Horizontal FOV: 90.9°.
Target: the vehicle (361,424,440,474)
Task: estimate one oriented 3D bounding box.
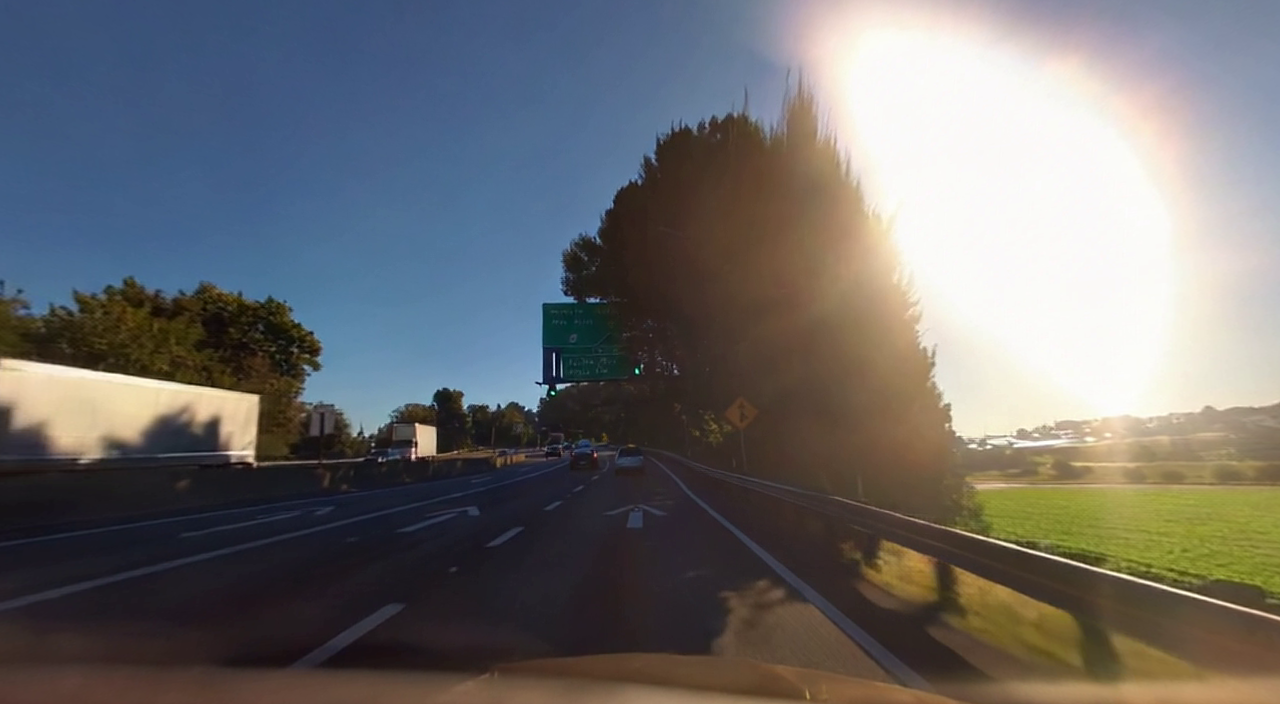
[{"bbox_3d":[-18.797,7.549,49.025,3.061,3.490,8.999,7,-11,-37],"label":"vehicle"}]

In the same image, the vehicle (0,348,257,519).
[{"bbox_3d":[-14.960,2.257,16.724,2.988,3.568,10.170,0,-9,1],"label":"vehicle"}]

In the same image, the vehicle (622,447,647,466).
[{"bbox_3d":[-0.396,8.300,49.955,1.807,1.427,3.645,-1,-9,2],"label":"vehicle"}]

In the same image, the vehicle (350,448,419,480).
[{"bbox_3d":[-14.808,6.504,36.888,2.144,1.764,4.730,0,-9,-1],"label":"vehicle"}]
